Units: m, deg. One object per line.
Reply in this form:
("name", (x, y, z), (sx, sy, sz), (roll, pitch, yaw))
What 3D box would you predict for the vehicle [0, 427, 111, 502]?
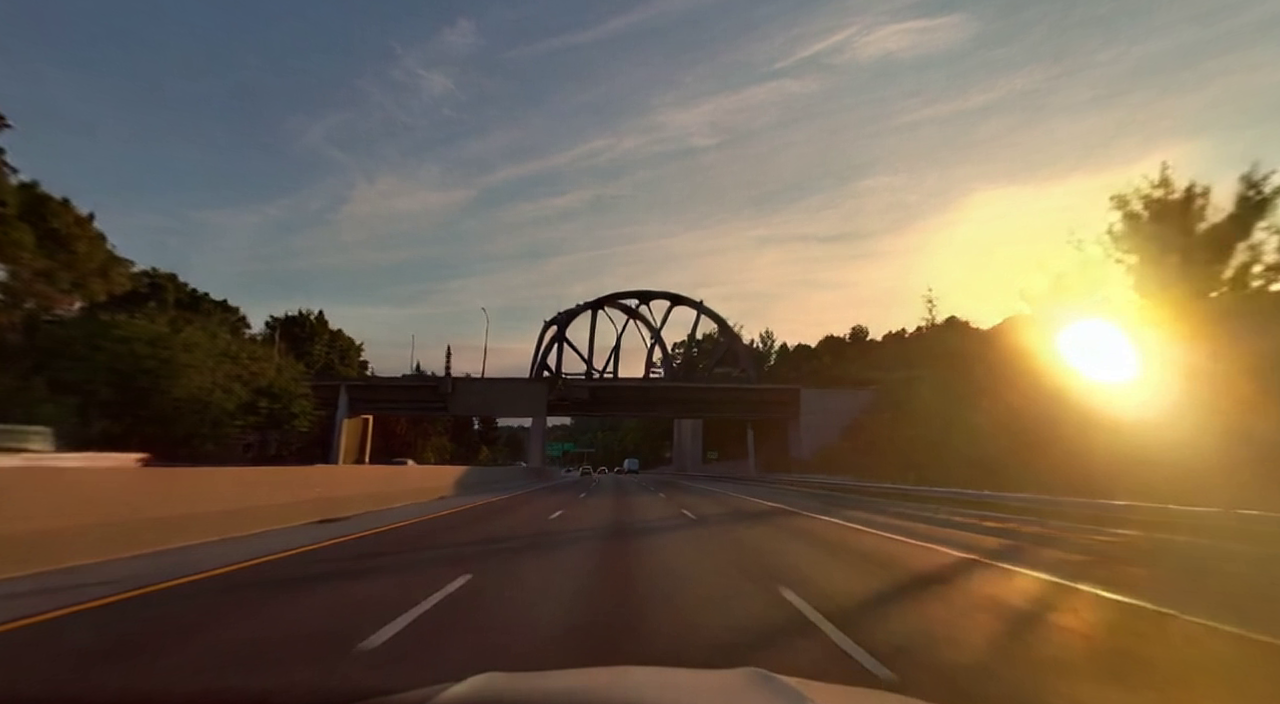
("vehicle", (-16.386, 2.785, 15.597), (2.078, 1.771, 5.233), (1, -10, -1))
